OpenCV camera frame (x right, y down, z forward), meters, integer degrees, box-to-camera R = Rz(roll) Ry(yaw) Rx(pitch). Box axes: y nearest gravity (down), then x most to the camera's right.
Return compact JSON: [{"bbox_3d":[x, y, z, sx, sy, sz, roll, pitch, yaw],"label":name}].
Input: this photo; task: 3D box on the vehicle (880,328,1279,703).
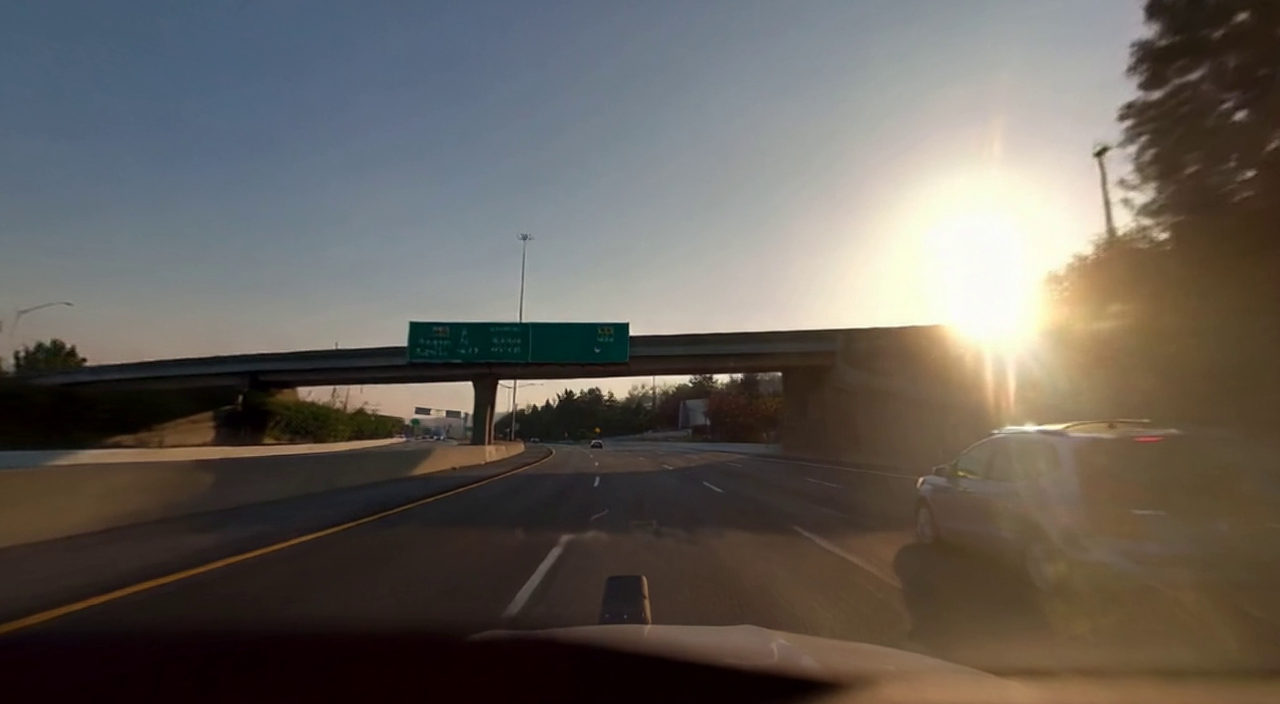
[{"bbox_3d":[3.897,1.081,5.031,2.039,1.701,4.834,0,-9,0],"label":"vehicle"}]
